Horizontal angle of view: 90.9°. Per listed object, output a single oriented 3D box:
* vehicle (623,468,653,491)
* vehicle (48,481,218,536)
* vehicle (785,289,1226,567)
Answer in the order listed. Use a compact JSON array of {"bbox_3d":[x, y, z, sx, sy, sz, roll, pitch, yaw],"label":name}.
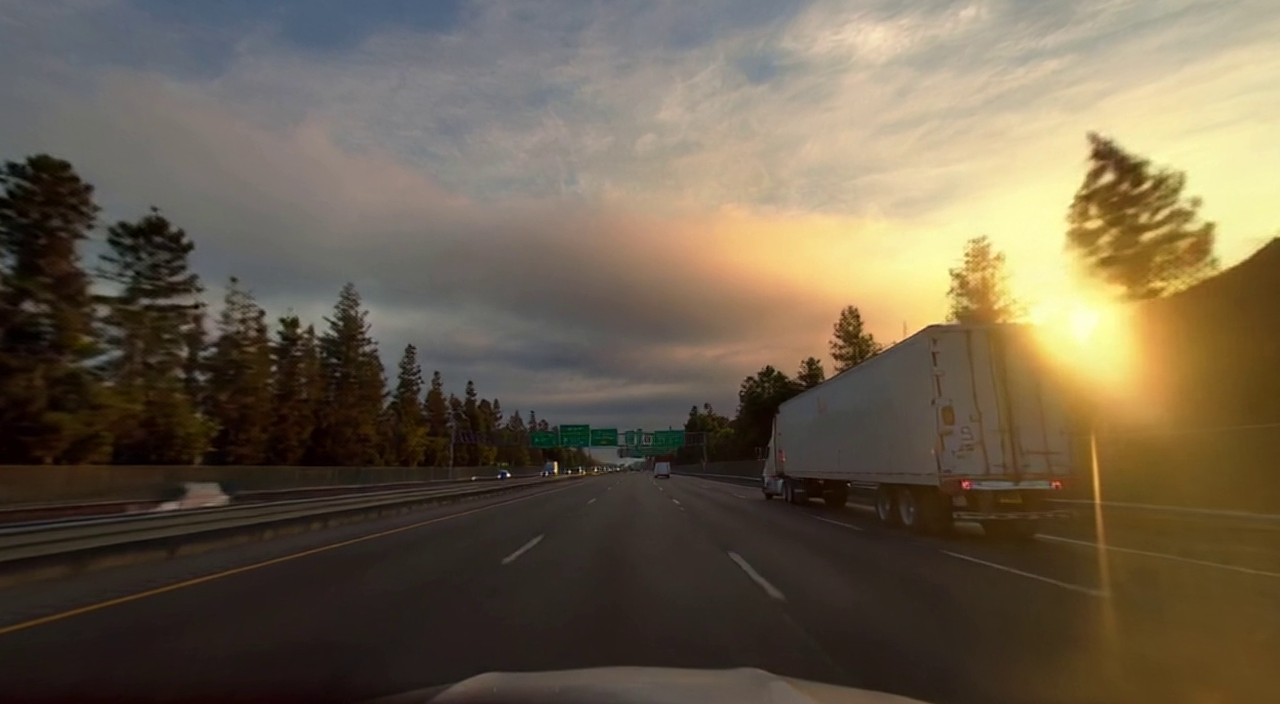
[{"bbox_3d":[-0.153,8.856,43.952,2.029,1.459,3.684,1,-11,0],"label":"vehicle"},{"bbox_3d":[-15.590,4.809,19.726,1.840,1.425,4.145,0,-11,0],"label":"vehicle"},{"bbox_3d":[6.857,2.305,16.136,2.926,4.073,13.836,1,-11,0],"label":"vehicle"}]
